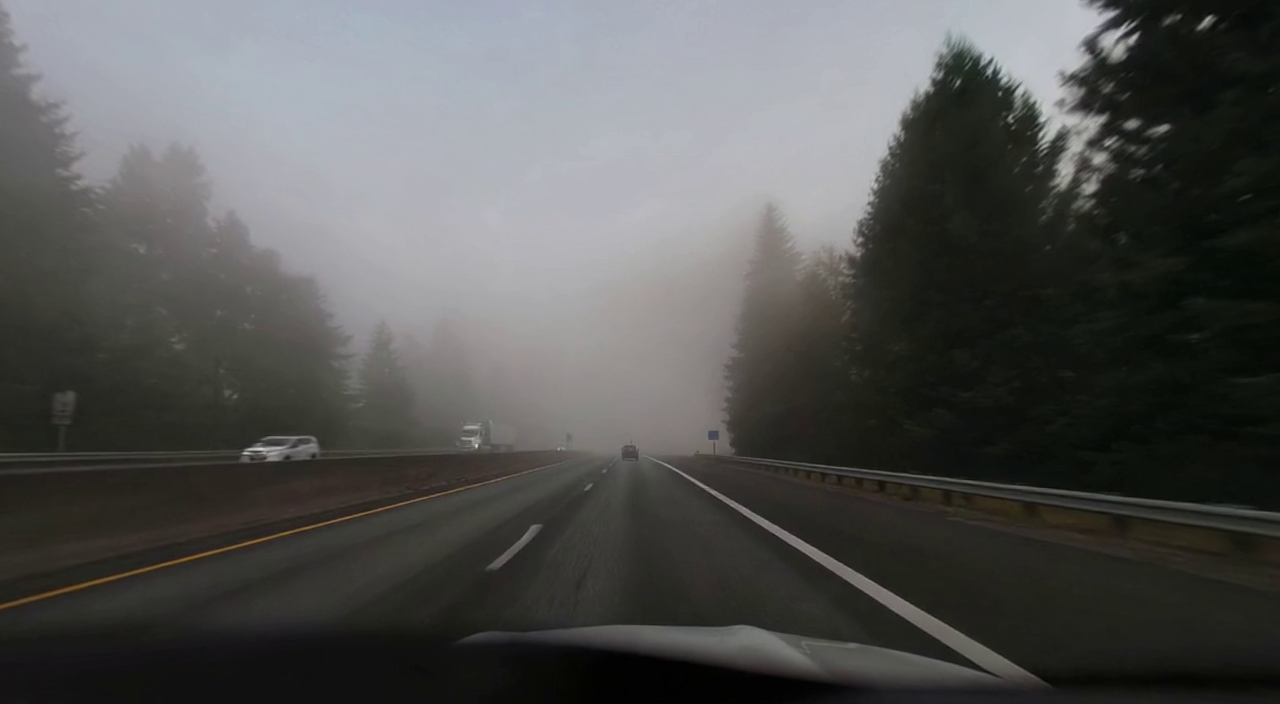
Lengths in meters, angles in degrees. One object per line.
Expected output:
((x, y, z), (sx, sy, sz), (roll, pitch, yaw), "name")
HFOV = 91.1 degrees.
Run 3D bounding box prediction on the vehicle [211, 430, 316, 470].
((-16.724, 4.408, 28.227), (1.967, 1.632, 4.428), (0, -9, 0), "vehicle")
